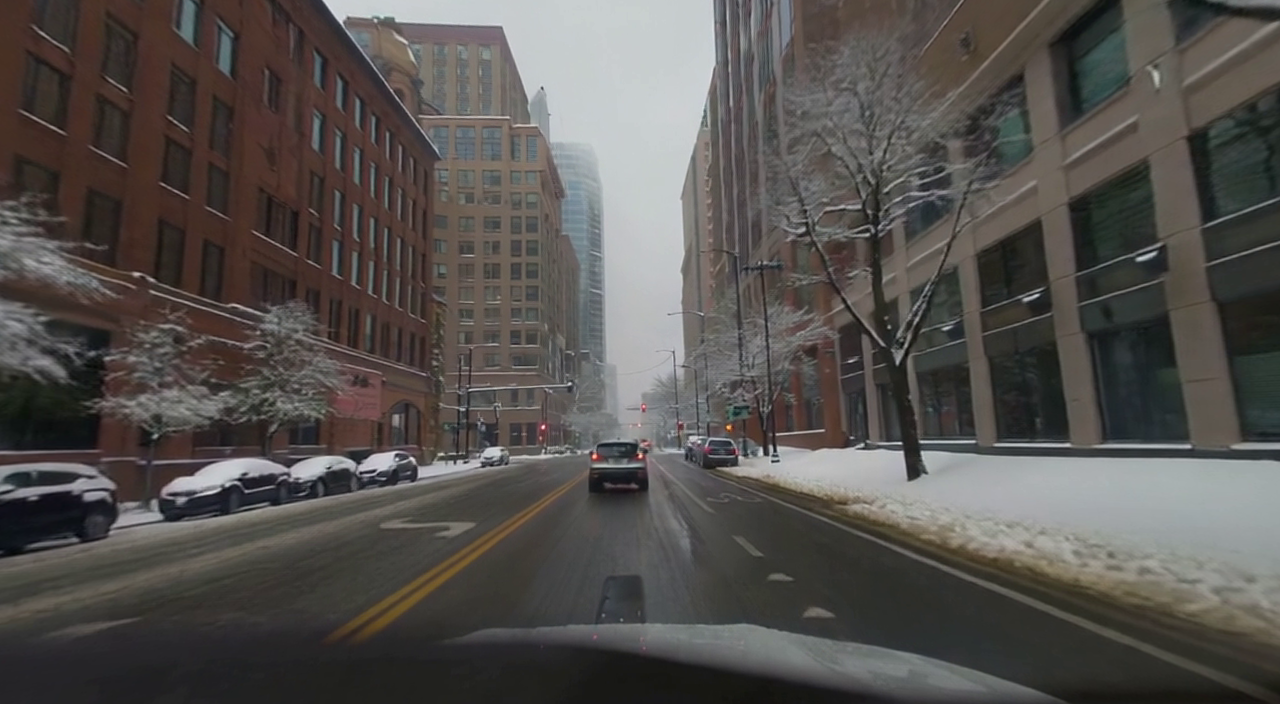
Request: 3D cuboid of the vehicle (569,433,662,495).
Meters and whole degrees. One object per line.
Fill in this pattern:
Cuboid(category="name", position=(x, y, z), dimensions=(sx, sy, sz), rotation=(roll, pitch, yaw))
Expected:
Cuboid(category="vehicle", position=(-0.609, 3.037, 17.441), dimensions=(2.269, 1.479, 3.980), rotation=(0, -8, 0))

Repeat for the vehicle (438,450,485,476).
Cuboid(category="vehicle", position=(-12.330, 7.638, 43.869), dimensions=(1.968, 1.469, 4.523), rotation=(-3, -8, -1))

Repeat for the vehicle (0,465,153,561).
Cuboid(category="vehicle", position=(-11.790, 2.923, 11.495), dimensions=(1.991, 1.507, 4.879), rotation=(-2, -8, 0))

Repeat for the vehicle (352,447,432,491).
Cuboid(category="vehicle", position=(-12.037, 5.674, 31.025), dimensions=(2.090, 1.784, 4.832), rotation=(-4, -8, -2))

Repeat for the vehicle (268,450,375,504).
Cuboid(category="vehicle", position=(-12.235, 4.785, 24.641), dimensions=(1.945, 1.712, 4.648), rotation=(-3, -8, -2))

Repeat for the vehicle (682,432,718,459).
Cuboid(category="vehicle", position=(4.396, 6.948, 46.981), dimensions=(1.972, 1.822, 4.889), rotation=(-3, -8, -1))

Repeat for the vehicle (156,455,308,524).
Cuboid(category="vehicle", position=(-12.087, 4.034, 19.068), dimensions=(1.976, 1.577, 4.091), rotation=(-6, -8, -1))

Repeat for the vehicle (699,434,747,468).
Cuboid(category="vehicle", position=(4.381, 5.318, 34.116), dimensions=(1.924, 1.645, 4.528), rotation=(-1, -8, 0))
